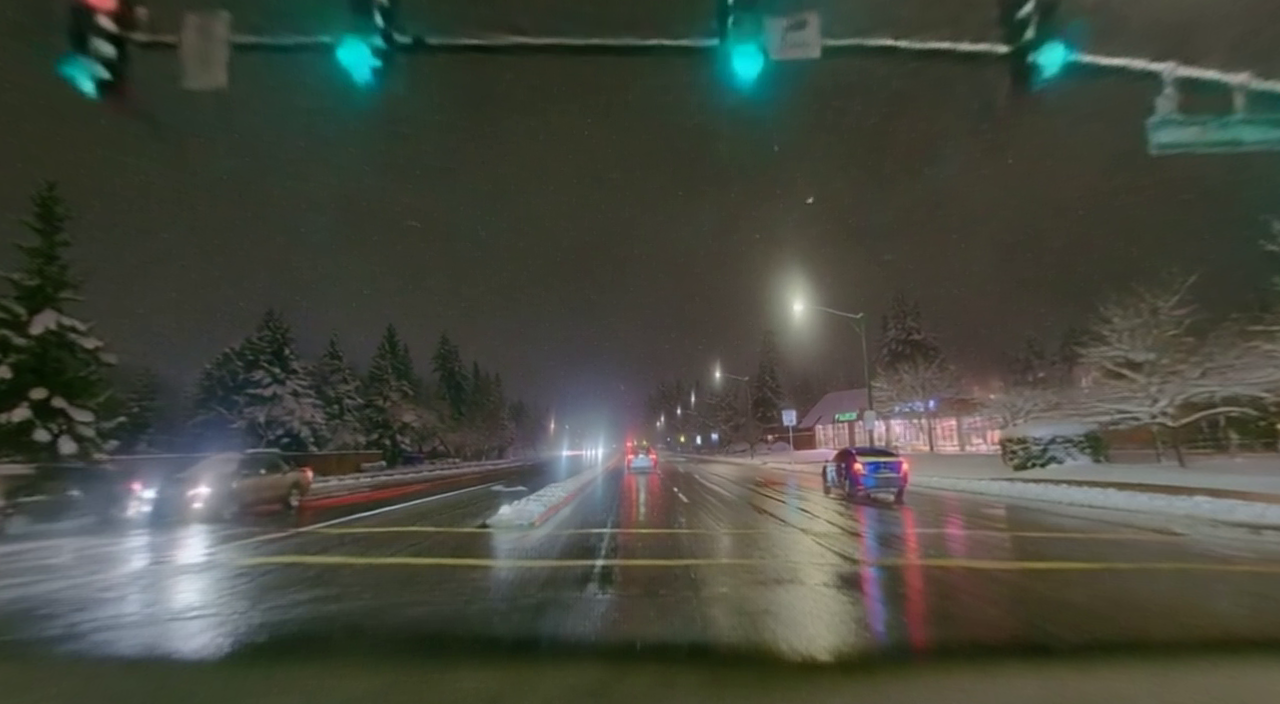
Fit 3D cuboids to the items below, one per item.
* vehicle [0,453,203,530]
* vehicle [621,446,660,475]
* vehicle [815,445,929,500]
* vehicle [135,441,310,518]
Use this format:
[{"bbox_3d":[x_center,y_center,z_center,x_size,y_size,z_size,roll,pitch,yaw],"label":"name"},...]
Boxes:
[{"bbox_3d":[-14.560,3.631,17.117,2.003,1.696,4.860,0,-8,-1],"label":"vehicle"},{"bbox_3d":[-0.041,5.927,34.829,2.027,1.494,3.942,0,-8,-1],"label":"vehicle"},{"bbox_3d":[6.788,3.529,18.994,1.849,1.464,4.119,0,-8,0],"label":"vehicle"},{"bbox_3d":[-10.913,3.315,16.962,1.911,1.779,4.067,0,-8,-1],"label":"vehicle"}]
